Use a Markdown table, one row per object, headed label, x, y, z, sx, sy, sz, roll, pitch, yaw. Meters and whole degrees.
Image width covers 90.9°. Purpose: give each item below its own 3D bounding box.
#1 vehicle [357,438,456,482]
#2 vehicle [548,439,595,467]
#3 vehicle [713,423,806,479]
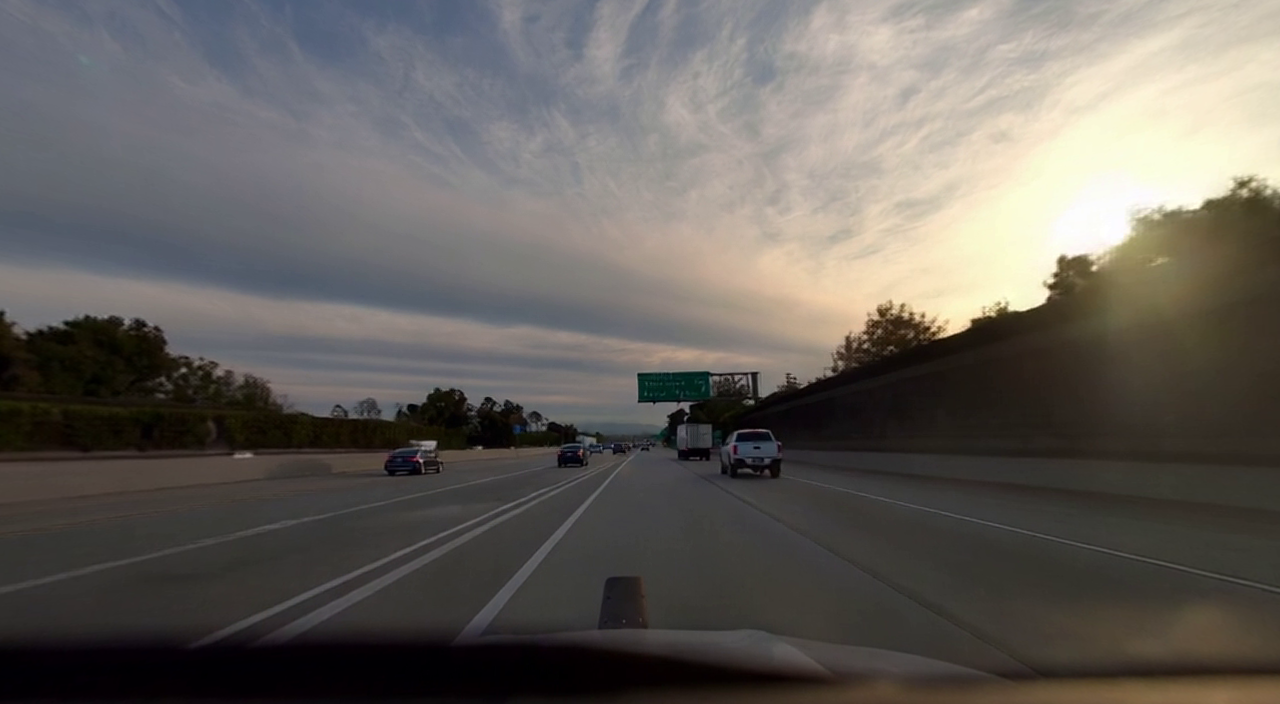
| label | x | y | z | sx | sy | sz | roll | pitch | yaw |
| --- | --- | --- | --- | --- | --- | --- | --- | --- | --- |
| vehicle | -8.555 | 3.977 | 23.565 | 1.899 | 1.465 | 4.589 | 0 | -8 | 0 |
| vehicle | -3.753 | 5.619 | 35.263 | 1.981 | 1.473 | 4.317 | 0 | -8 | 2 |
| vehicle | 4.561 | 3.929 | 25.373 | 2.355 | 1.930 | 6.633 | 0 | -8 | -1 |
